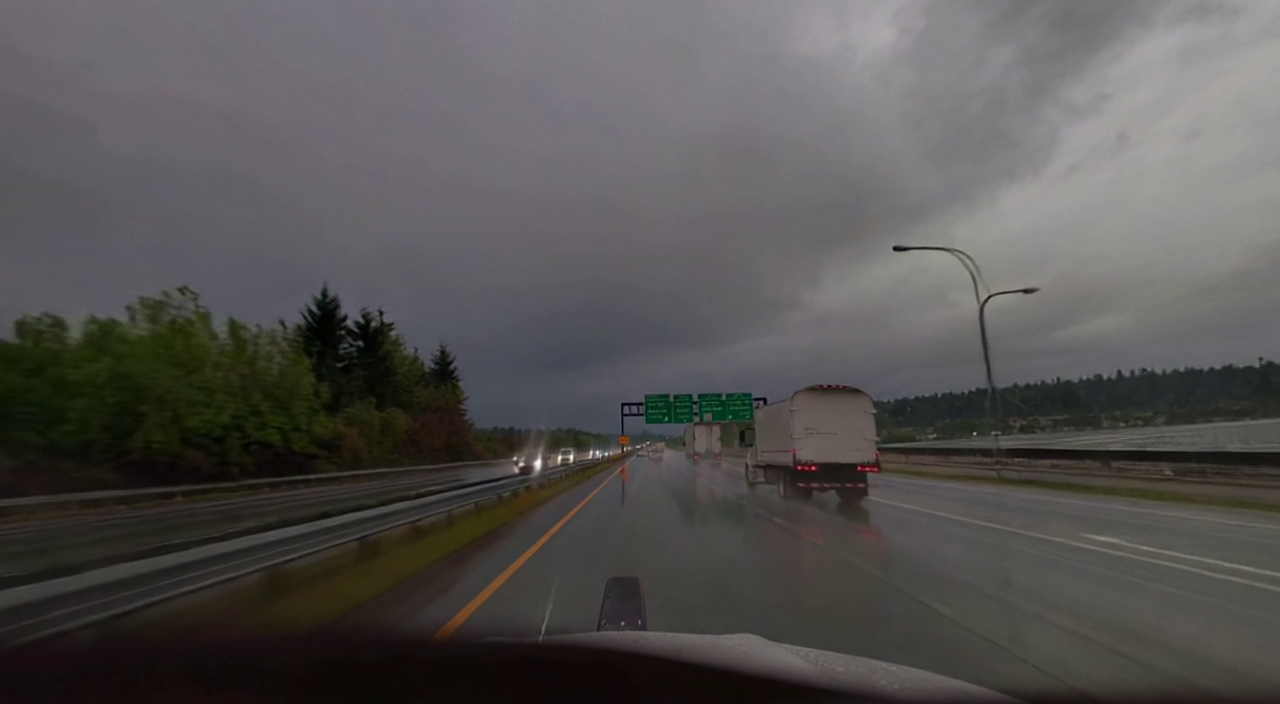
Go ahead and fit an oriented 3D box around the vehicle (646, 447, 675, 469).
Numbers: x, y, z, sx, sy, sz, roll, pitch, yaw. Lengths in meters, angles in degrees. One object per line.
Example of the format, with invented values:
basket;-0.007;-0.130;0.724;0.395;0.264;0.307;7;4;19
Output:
vehicle;1.435;7.581;45.375;2.049;1.500;3.790;0;-9;1

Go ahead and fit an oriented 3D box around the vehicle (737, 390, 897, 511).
vehicle;4.555;2.731;17.623;2.569;2.783;5.984;0;-9;-1

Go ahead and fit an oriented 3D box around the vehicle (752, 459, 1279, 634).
vehicle;4.635;2.576;11.346;2.472;1.036;13.239;-1;-9;-2
